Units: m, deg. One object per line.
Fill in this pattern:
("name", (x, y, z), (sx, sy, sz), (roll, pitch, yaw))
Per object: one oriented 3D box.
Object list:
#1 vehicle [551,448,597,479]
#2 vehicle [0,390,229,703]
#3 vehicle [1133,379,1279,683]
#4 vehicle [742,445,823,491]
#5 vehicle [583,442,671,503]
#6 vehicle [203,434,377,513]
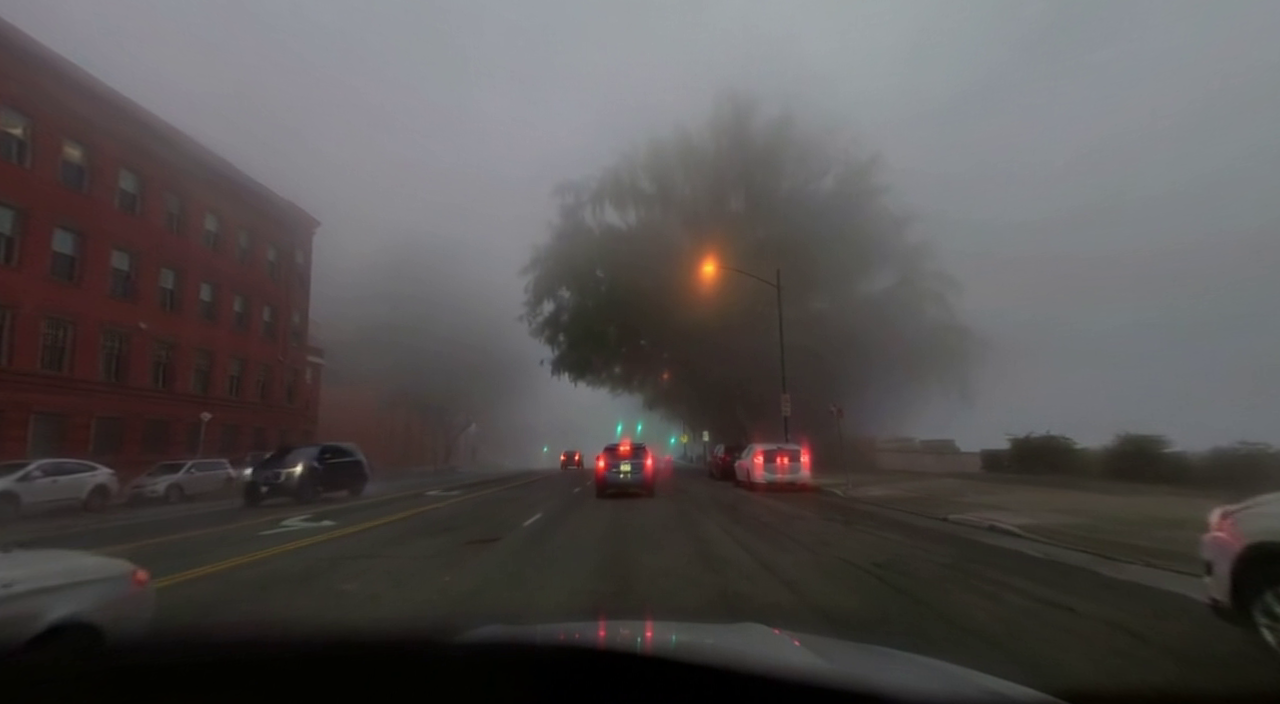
("vehicle", (-3.523, 6.035, 34.460), (1.972, 1.560, 4.066), (0, -9, 2))
("vehicle", (-3.453, 0.759, 1.329), (1.934, 1.548, 4.635), (0, -9, 1))
("vehicle", (4.833, 0.822, 2.227), (2.123, 1.736, 4.795), (1, -9, -3))
("vehicle", (4.969, 4.090, 22.534), (1.832, 1.491, 4.054), (0, -9, -1))
("vehicle", (-0.332, 3.377, 18.097), (2.230, 1.518, 4.113), (0, -9, 0))
("vehicle", (-9.625, 3.357, 17.931), (2.152, 1.890, 4.804), (0, -9, 0))
